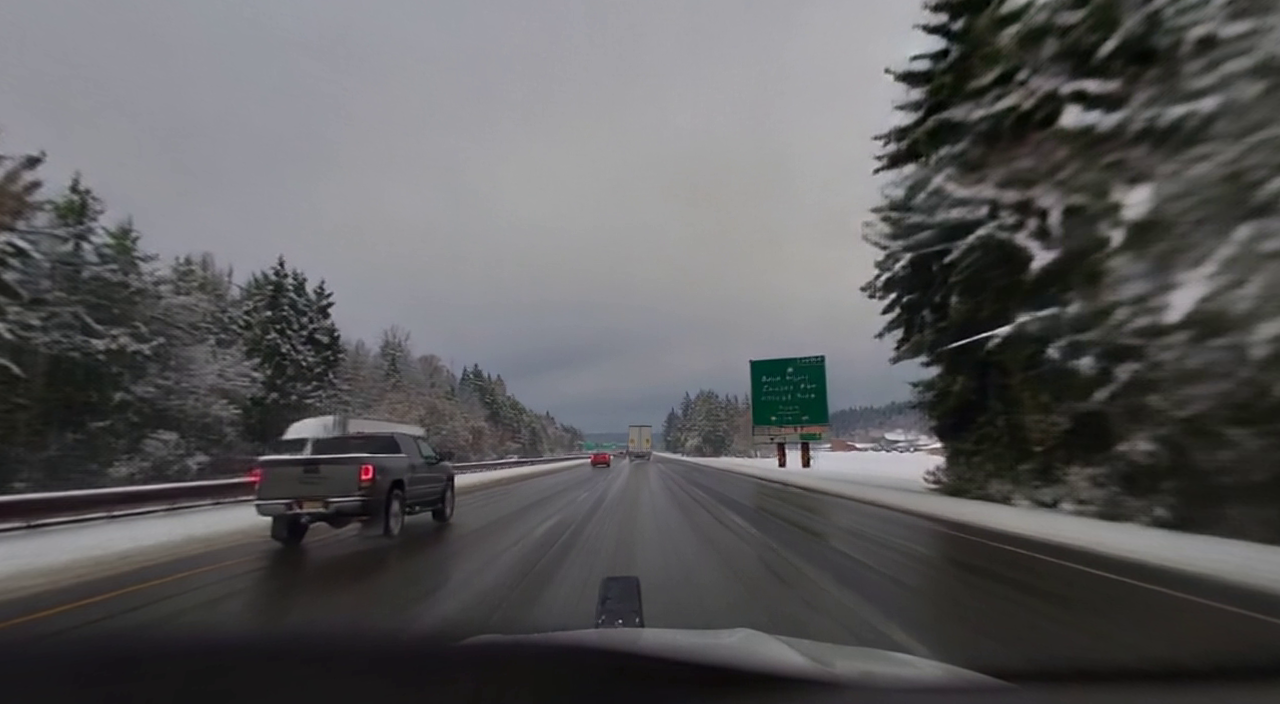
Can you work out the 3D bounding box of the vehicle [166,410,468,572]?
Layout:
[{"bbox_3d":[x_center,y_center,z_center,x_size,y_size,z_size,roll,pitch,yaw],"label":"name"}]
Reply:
[{"bbox_3d":[-4.370,1.966,9.661,2.079,1.845,4.654,0,-9,1],"label":"vehicle"}]
